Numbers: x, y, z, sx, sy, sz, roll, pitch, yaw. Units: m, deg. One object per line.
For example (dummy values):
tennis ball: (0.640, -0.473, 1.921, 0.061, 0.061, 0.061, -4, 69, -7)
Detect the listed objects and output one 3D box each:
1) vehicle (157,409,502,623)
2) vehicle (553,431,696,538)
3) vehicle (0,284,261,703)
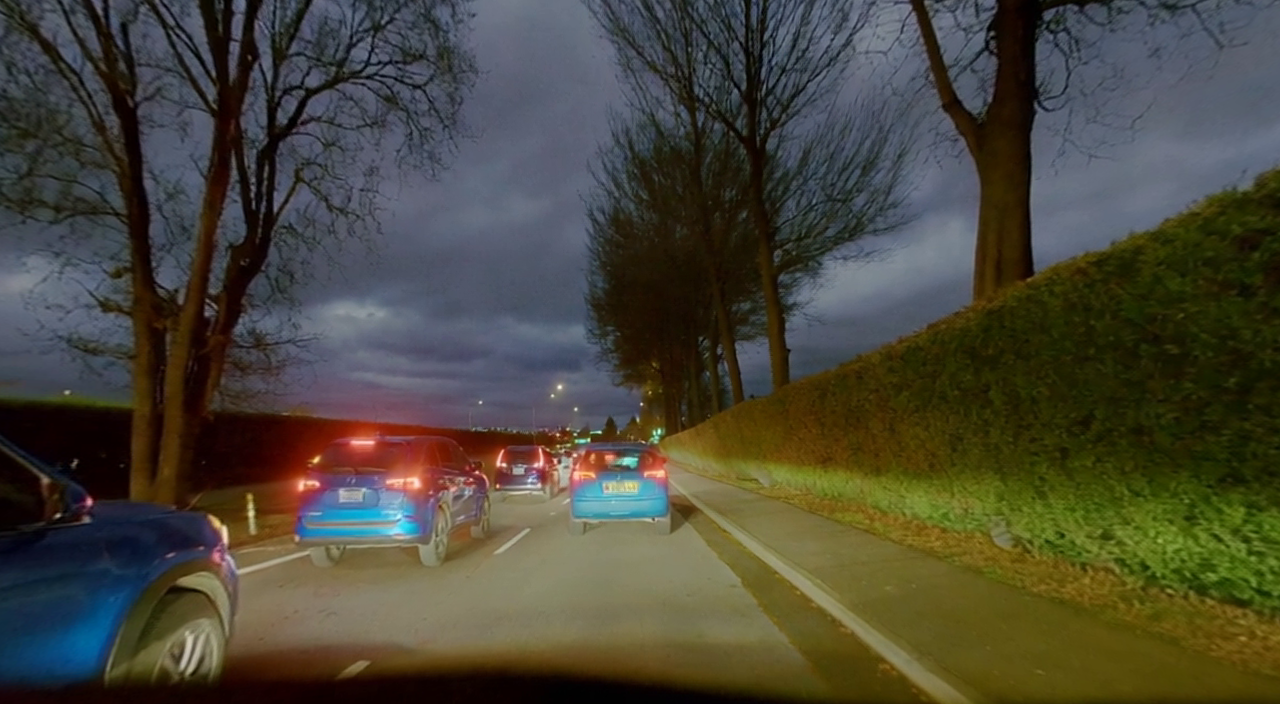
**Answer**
vehicle: (-3.402, 1.832, 8.053, 2.256, 1.728, 4.421, -6, -8, -2)
vehicle: (-0.269, 2.316, 11.537, 2.154, 1.581, 4.007, 0, -9, -1)
vehicle: (-3.280, 0.644, 1.001, 2.205, 1.913, 5.327, -5, -8, -2)
